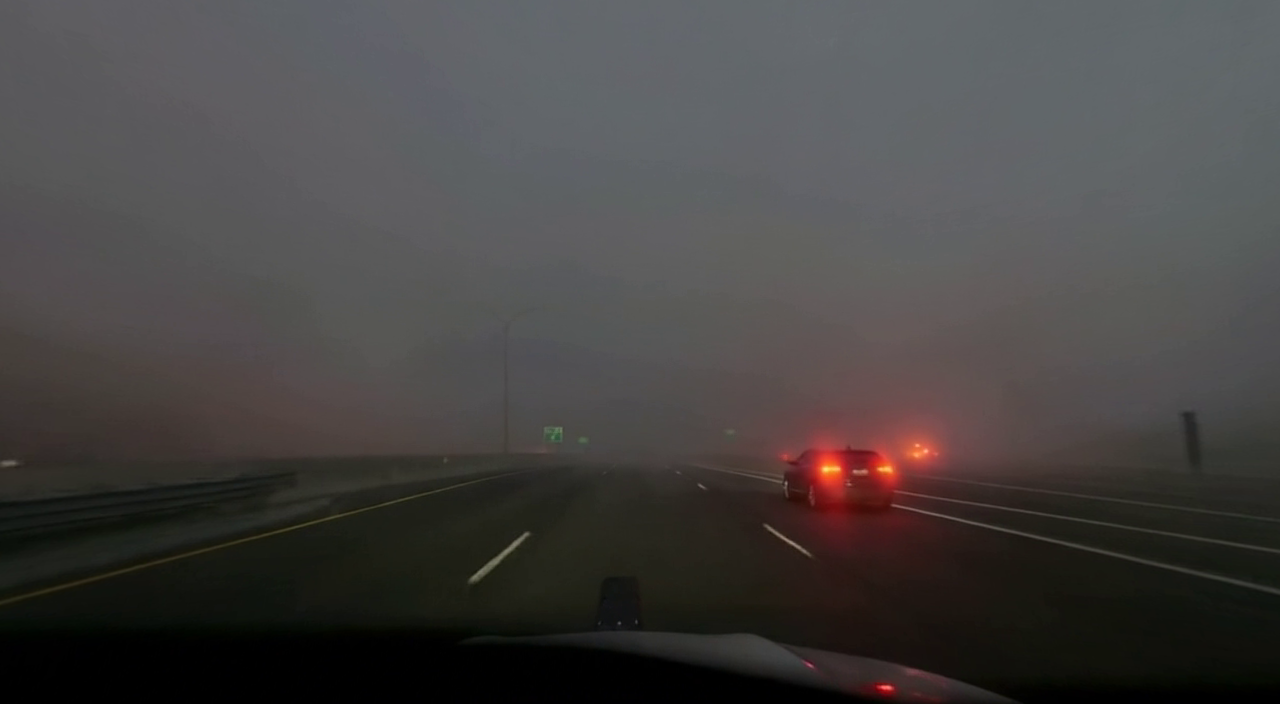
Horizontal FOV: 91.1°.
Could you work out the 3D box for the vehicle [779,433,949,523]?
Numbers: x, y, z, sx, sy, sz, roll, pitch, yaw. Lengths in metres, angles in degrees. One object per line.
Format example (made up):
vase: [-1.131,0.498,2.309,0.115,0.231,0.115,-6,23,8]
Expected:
vehicle: [4.383,2.531,13.073,1.984,1.540,3.973,0,-9,-1]

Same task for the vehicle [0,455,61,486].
vehicle: [-31.371,5.792,30.834,1.714,1.423,4.430,0,-9,-1]
